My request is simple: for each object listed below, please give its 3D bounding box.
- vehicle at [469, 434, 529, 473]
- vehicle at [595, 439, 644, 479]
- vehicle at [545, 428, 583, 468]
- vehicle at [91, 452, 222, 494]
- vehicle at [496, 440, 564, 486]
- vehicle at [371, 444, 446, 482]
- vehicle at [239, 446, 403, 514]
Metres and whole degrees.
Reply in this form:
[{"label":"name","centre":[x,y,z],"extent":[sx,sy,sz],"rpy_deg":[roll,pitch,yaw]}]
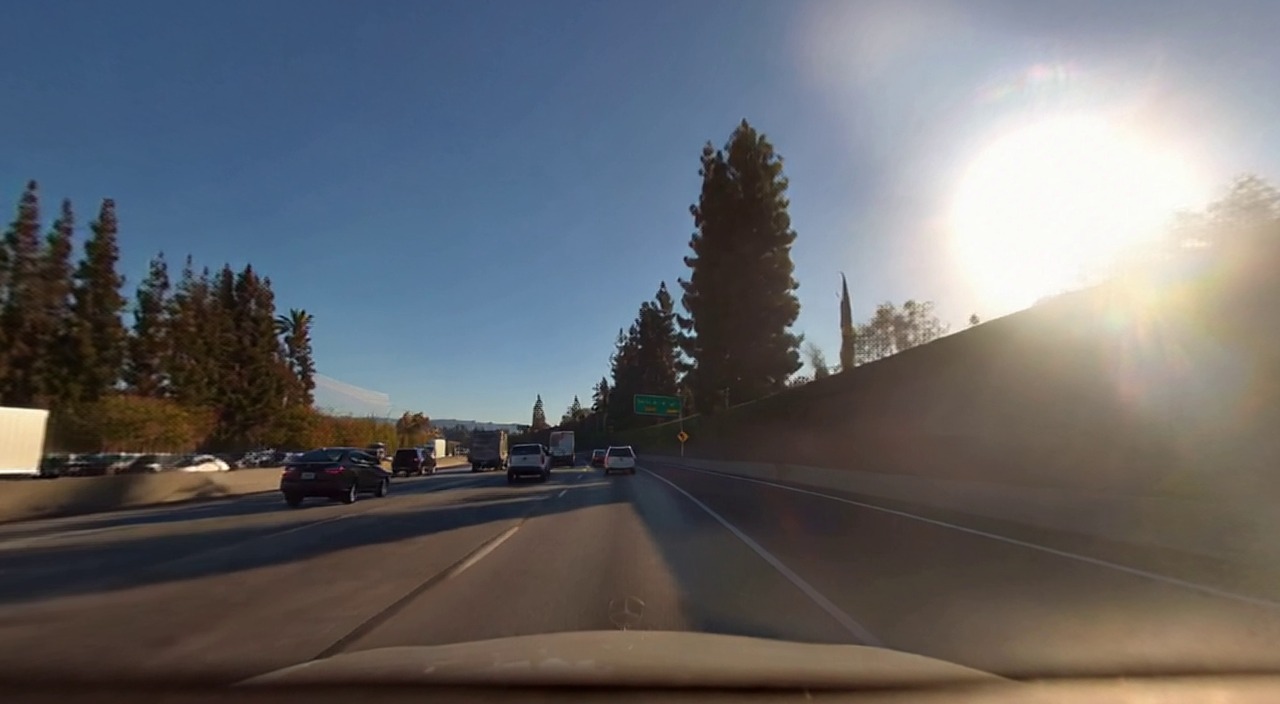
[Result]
[{"label":"vehicle","centre":[-9.217,6.694,41.890],"extent":[2.773,2.402,6.232],"rpy_deg":[0,-8,-2]},{"label":"vehicle","centre":[-0.941,4.820,28.719],"extent":[2.092,1.671,3.772],"rpy_deg":[0,-8,-2]},{"label":"vehicle","centre":[-5.438,6.947,45.827],"extent":[2.279,2.672,5.256],"rpy_deg":[0,-8,-2]},{"label":"vehicle","centre":[-19.823,4.934,26.169],"extent":[1.903,1.506,4.545],"rpy_deg":[0,-8,-2]},{"label":"vehicle","centre":[-4.270,4.370,25.227],"extent":[2.005,1.631,4.295],"rpy_deg":[0,-8,-1]},{"label":"vehicle","centre":[-11.981,5.722,33.079],"extent":[2.079,1.807,5.187],"rpy_deg":[0,-8,-2]},{"label":"vehicle","centre":[-7.908,3.175,16.213],"extent":[1.896,1.465,4.399],"rpy_deg":[0,-8,0]}]
